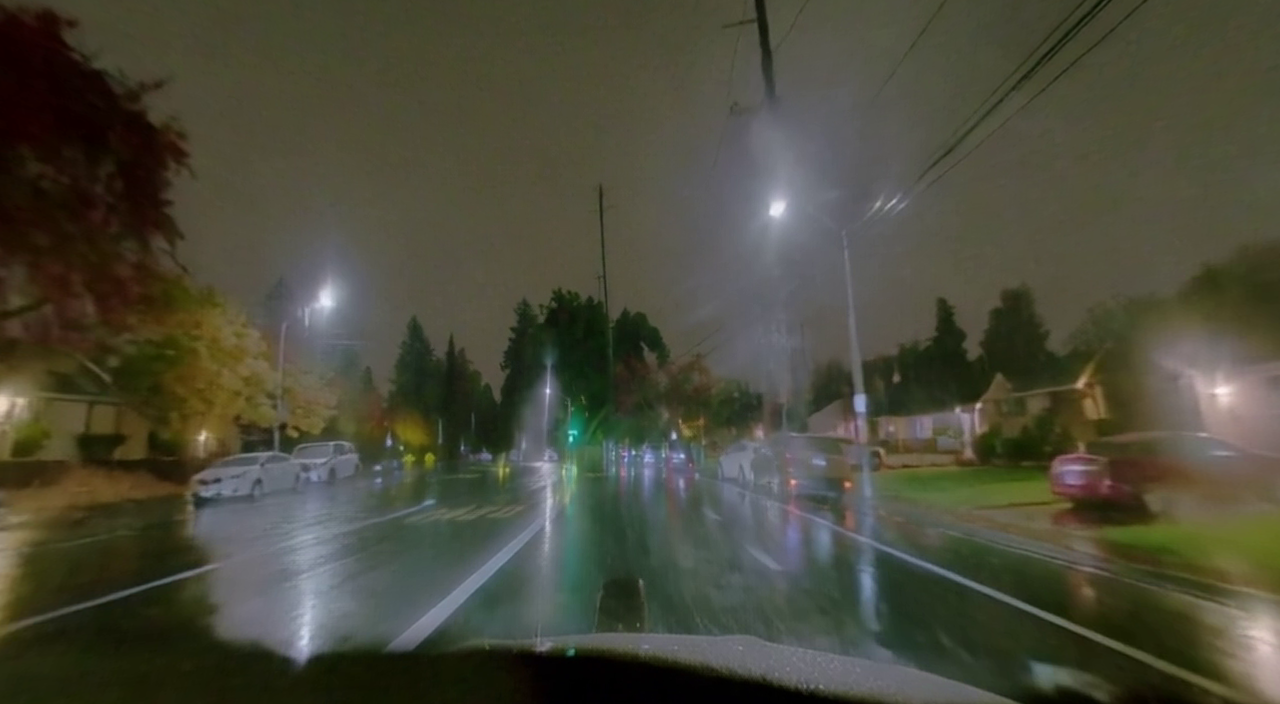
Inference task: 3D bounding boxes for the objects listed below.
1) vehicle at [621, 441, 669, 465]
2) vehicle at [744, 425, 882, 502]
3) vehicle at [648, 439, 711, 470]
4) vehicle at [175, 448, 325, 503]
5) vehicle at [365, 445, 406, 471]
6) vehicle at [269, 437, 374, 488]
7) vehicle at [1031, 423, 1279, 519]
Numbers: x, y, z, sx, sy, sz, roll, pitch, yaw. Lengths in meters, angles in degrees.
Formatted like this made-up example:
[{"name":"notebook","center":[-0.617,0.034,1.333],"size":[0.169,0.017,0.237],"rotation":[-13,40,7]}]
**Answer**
[{"name":"vehicle","center":[0.289,6.743,42.405],"size":[1.844,1.485,4.193],"rotation":[4,-9,-19]},{"name":"vehicle","center":[4.451,2.966,17.172],"size":[2.184,1.770,4.651],"rotation":[1,-8,-4]},{"name":"vehicle","center":[2.166,5.753,35.805],"size":[2.367,1.614,4.463],"rotation":[3,-9,-13]},{"name":"vehicle","center":[-11.970,3.783,19.857],"size":[2.012,1.478,4.661],"rotation":[1,-8,-4]},{"name":"vehicle","center":[-15.493,6.456,38.660],"size":[1.943,1.476,4.714],"rotation":[3,-9,-17]},{"name":"vehicle","center":[-12.481,4.324,25.187],"size":[2.107,1.810,4.708],"rotation":[1,-8,-6]},{"name":"vehicle","center":[10.297,2.170,11.921],"size":[4.512,1.477,1.927],"rotation":[-2,-9,-3]}]
